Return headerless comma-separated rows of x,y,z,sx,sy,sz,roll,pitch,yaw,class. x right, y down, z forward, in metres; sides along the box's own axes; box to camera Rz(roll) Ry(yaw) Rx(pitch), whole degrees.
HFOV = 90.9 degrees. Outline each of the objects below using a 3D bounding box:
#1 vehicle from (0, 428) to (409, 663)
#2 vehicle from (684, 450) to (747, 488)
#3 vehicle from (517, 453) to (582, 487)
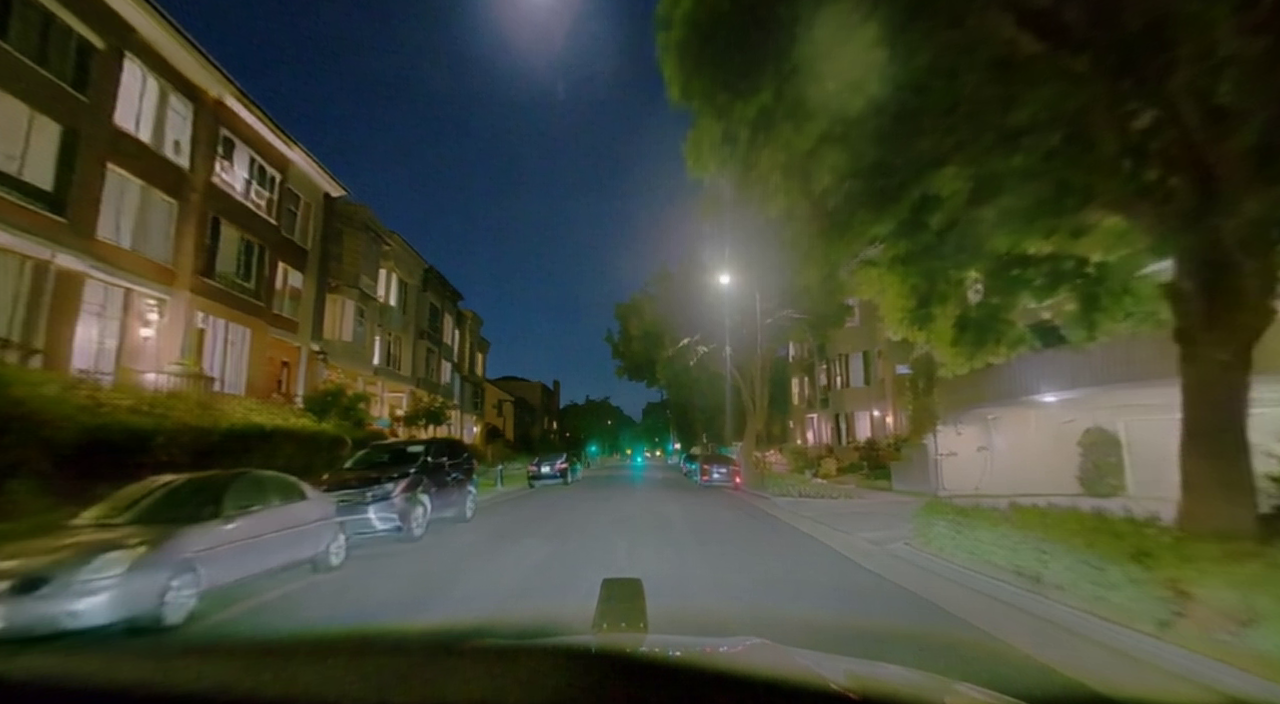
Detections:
-4.317,1.642,6.445,2.086,1.493,4.582,-1,-9,1,vehicle
3.127,5.003,27.270,2.000,1.456,5.251,0,-9,-1,vehicle
-3.823,5.091,27.464,1.995,1.330,4.080,0,-9,4,vehicle
